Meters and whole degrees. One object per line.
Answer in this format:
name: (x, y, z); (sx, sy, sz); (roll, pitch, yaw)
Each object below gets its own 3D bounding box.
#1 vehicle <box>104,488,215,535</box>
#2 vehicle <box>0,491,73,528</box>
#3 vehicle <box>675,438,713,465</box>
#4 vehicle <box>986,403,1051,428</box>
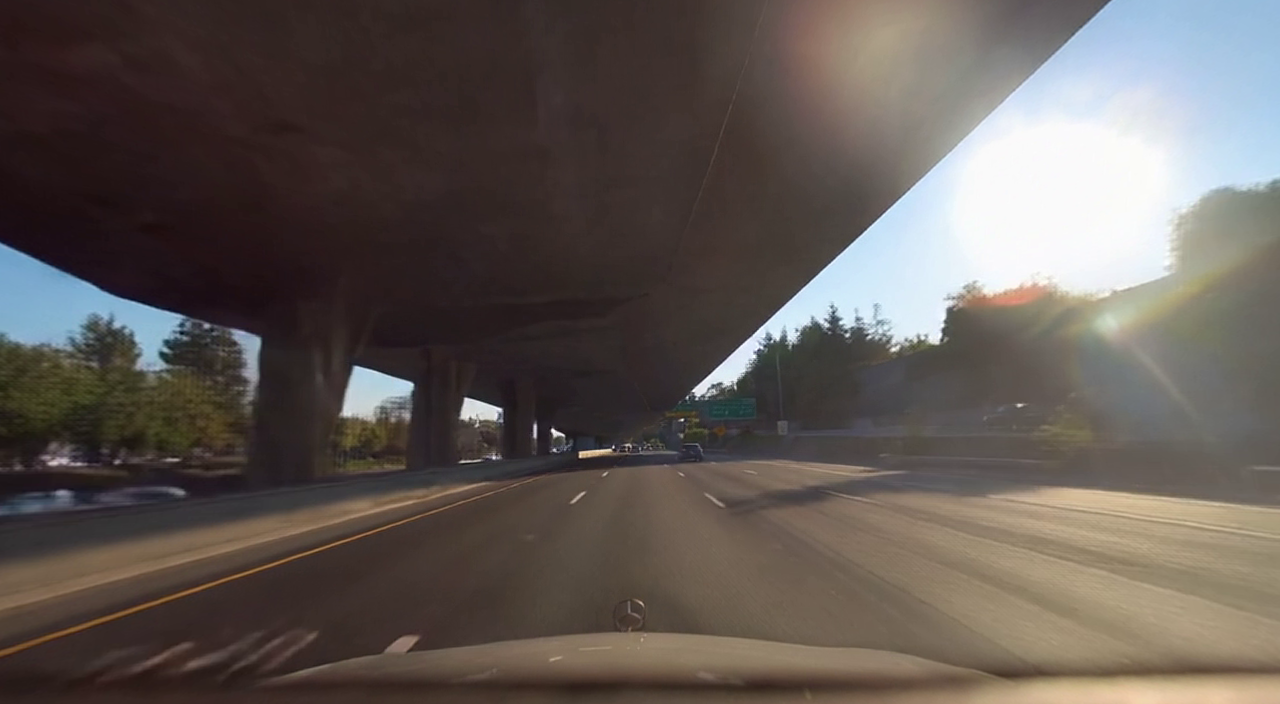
vehicle: (-20.749, 6.869, 27.457); (1.740, 1.594, 3.888); (0, -8, -1)
vehicle: (-34.701, 8.771, 35.274); (1.893, 1.612, 4.413); (0, -8, -3)
vehicle: (3.607, 6.754, 43.044); (2.099, 1.748, 4.331); (0, -8, -2)
vehicle: (25.959, 4.399, 43.403); (1.887, 1.537, 3.996); (0, -8, -2)
